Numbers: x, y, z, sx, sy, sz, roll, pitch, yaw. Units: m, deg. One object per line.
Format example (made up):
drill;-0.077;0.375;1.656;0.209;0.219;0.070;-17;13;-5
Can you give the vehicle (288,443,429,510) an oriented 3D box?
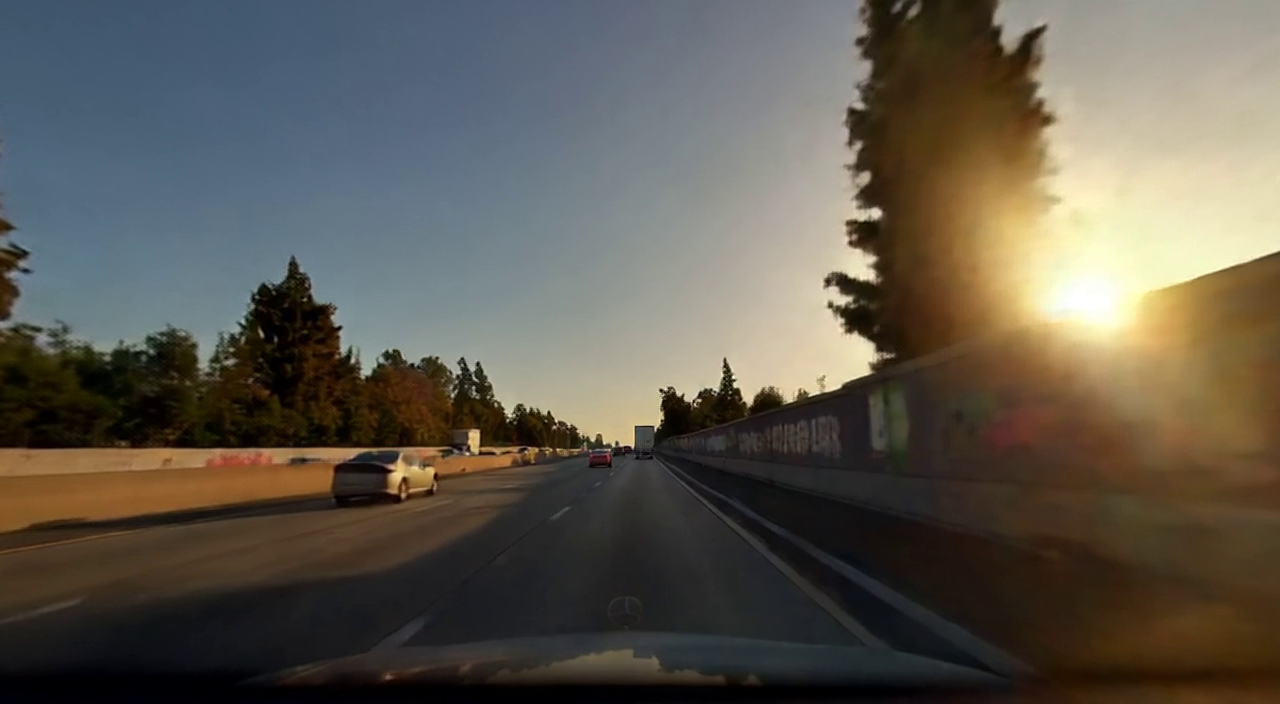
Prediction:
vehicle;-6.700;2.975;15.408;2.027;1.431;3.033;0;-9;0
